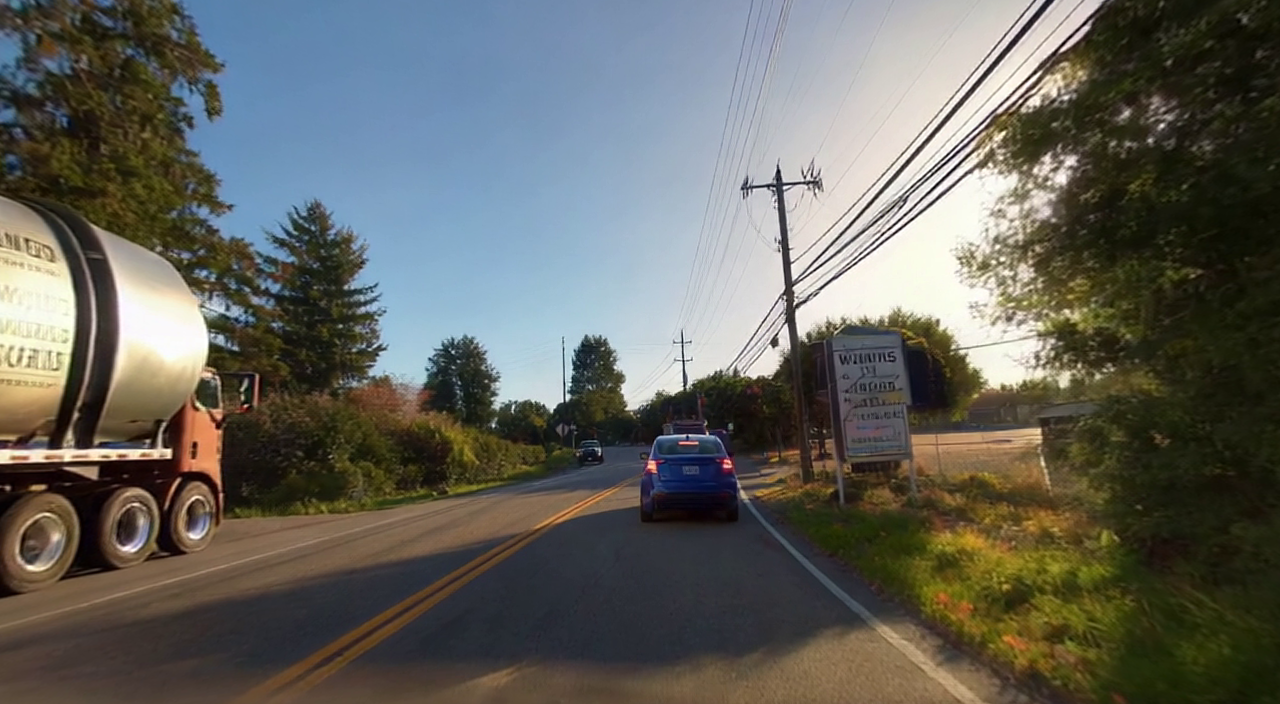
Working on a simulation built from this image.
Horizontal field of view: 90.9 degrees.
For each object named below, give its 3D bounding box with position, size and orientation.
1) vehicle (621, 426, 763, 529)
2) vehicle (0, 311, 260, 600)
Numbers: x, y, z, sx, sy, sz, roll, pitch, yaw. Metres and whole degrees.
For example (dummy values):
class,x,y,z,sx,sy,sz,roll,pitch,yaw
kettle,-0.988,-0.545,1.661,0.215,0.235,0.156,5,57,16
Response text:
class,x,y,z,sx,sy,sz,roll,pitch,yaw
vehicle,0.798,2.135,11.222,2.081,1.503,3.726,0,-8,1
vehicle,-8.518,1.264,6.829,3.395,3.071,7.634,-7,-6,7
